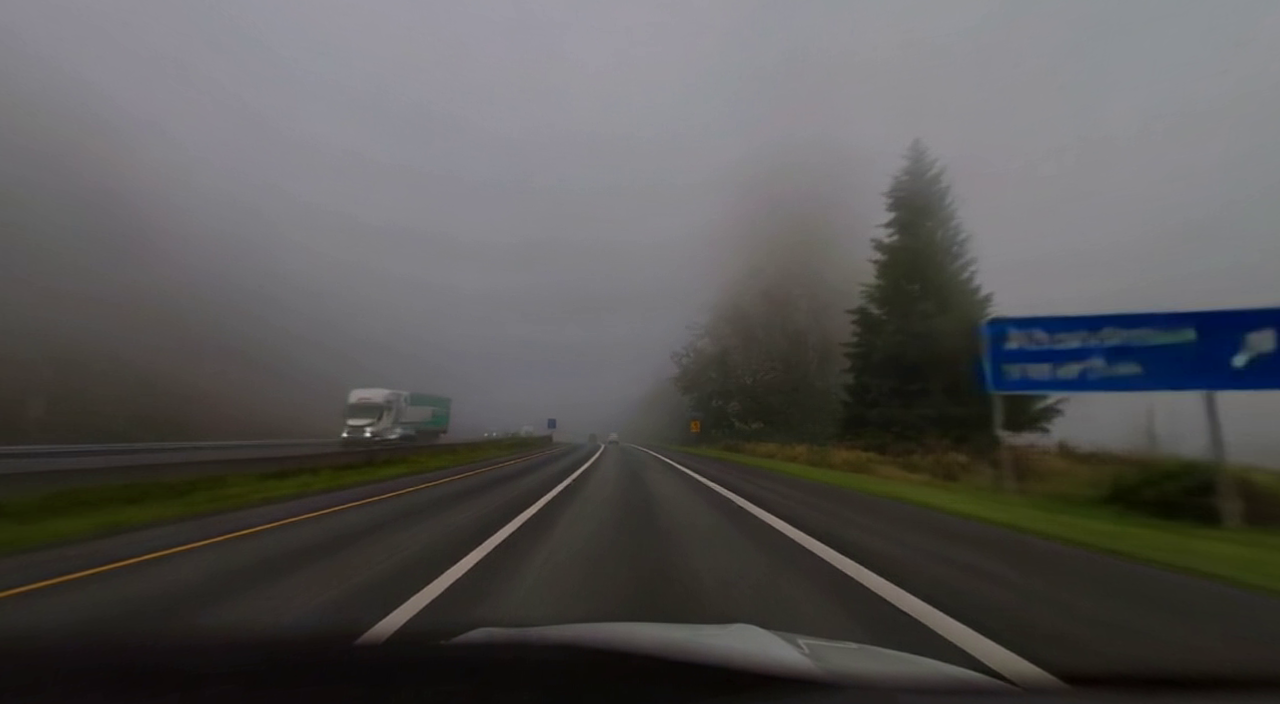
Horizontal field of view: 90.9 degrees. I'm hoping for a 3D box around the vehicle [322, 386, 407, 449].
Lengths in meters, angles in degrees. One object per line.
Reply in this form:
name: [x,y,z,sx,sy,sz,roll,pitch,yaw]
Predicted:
vehicle: [-17.979,4.385,41.602,2.989,3.819,5.967,0,-8,-2]
